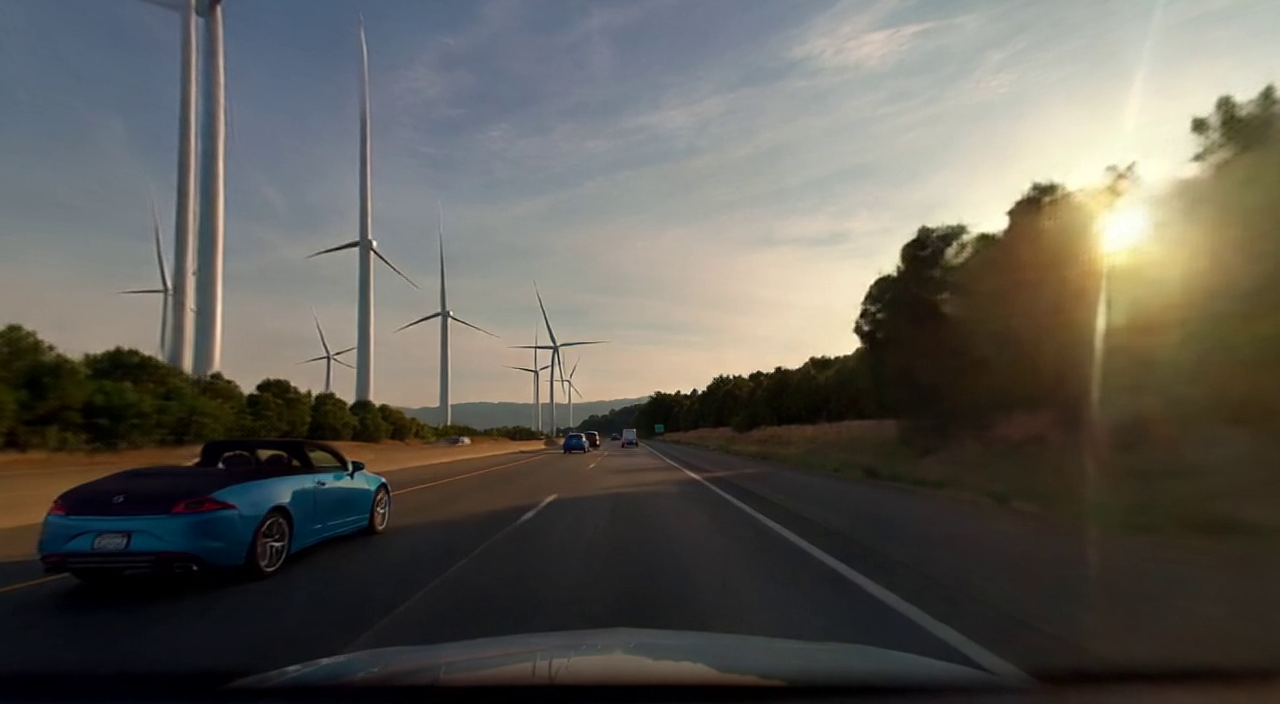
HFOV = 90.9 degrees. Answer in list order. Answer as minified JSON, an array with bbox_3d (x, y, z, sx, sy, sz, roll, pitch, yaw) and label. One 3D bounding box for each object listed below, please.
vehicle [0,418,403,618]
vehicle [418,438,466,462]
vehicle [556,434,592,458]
[{"bbox_3d":[-4.266,1.475,6.664,1.969,1.413,4.194,0,-8,-1],"label":"vehicle"},{"bbox_3d":[-12.848,6.354,41.188,1.832,1.478,4.282,0,-8,-1],"label":"vehicle"},{"bbox_3d":[-4.209,6.040,40.734,2.024,1.456,3.754,0,-8,-1],"label":"vehicle"}]
